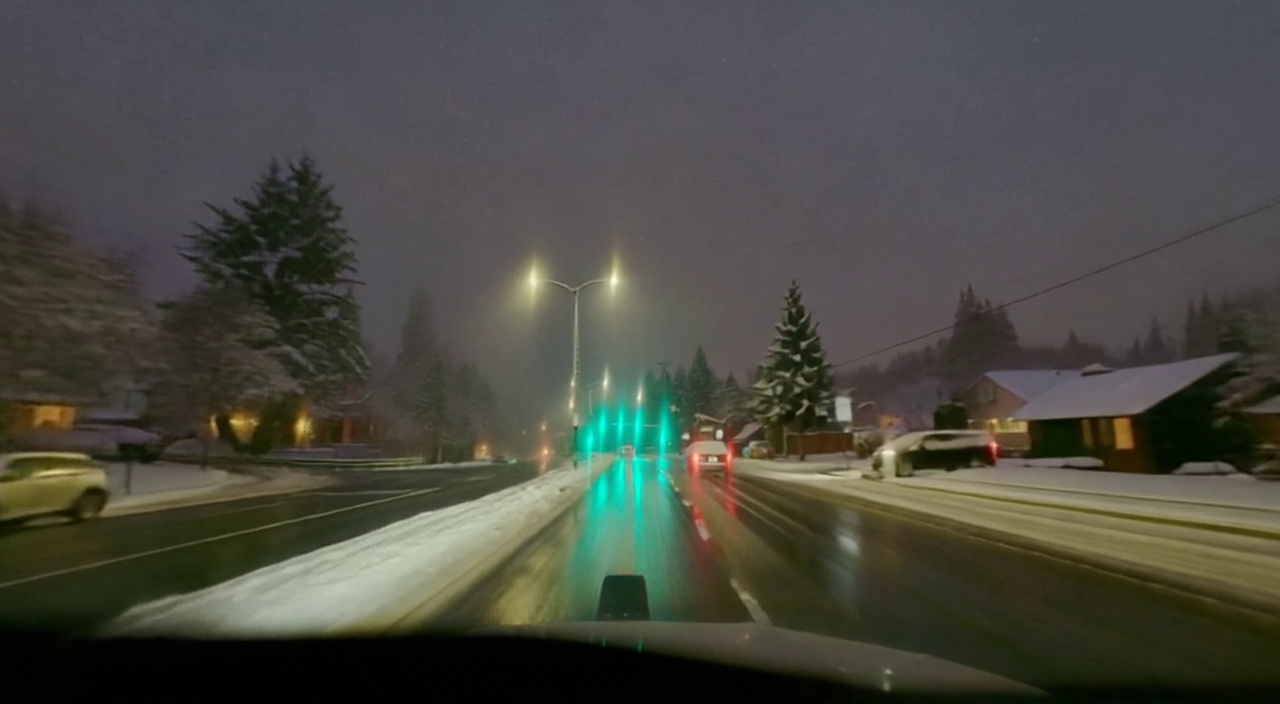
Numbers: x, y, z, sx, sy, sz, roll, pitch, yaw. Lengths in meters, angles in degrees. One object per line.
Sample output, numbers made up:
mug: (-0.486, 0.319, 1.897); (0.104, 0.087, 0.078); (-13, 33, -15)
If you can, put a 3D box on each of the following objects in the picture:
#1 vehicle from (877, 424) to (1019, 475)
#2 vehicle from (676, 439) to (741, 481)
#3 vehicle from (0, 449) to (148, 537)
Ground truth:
vehicle: (11.433, 3.642, 23.636); (4.202, 1.794, 2.063); (0, -8, 0)
vehicle: (2.601, 4.216, 24.860); (1.960, 1.479, 4.086); (0, -8, -2)
vehicle: (-12.199, 2.634, 12.071); (1.963, 1.524, 4.498); (0, -8, -1)
